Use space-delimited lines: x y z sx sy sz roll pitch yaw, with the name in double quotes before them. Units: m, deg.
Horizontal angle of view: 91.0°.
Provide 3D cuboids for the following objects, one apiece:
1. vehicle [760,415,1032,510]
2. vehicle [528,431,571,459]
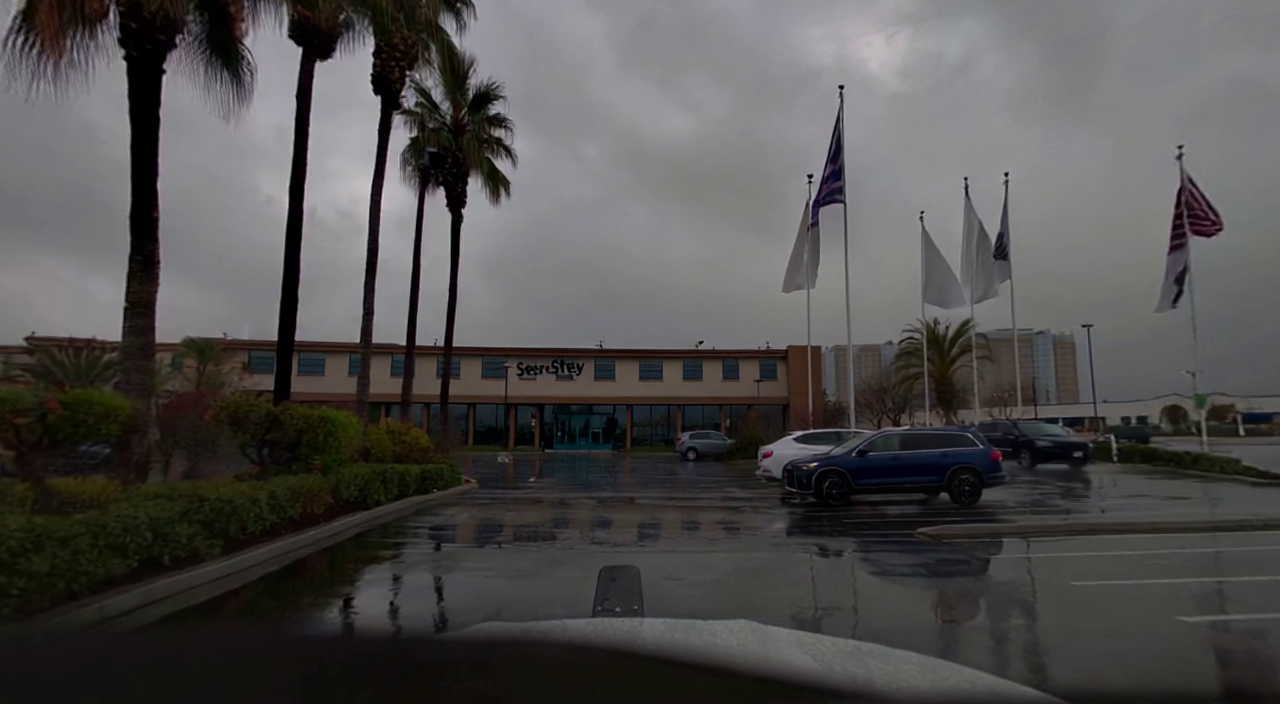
"vehicle" 4.887 2.178 12.591 4.567 1.723 1.926 0 -8 0
"vehicle" -6.626 6.805 46.357 1.943 1.890 4.472 -3 -7 8
